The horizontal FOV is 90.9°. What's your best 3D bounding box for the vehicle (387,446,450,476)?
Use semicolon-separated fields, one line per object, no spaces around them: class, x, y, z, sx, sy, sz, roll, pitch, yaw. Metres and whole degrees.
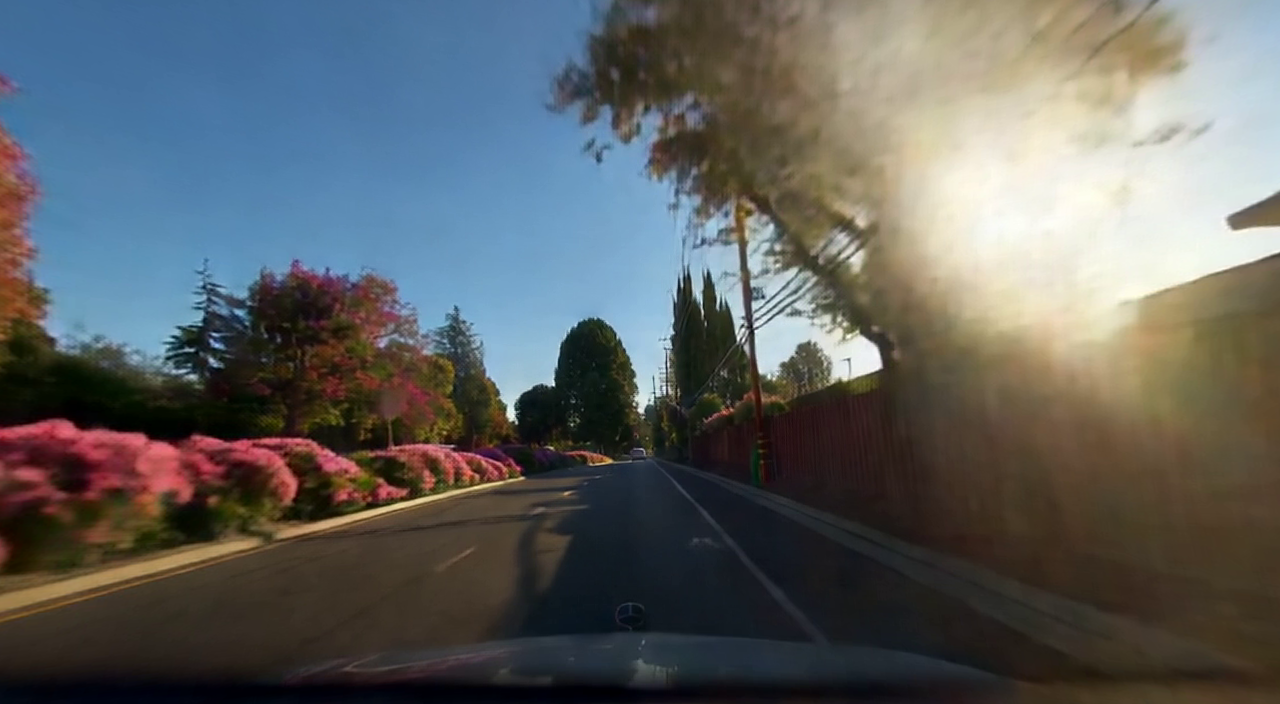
vehicle;-15.560;7.669;44.612;2.269;1.943;5.876;0;-8;0
